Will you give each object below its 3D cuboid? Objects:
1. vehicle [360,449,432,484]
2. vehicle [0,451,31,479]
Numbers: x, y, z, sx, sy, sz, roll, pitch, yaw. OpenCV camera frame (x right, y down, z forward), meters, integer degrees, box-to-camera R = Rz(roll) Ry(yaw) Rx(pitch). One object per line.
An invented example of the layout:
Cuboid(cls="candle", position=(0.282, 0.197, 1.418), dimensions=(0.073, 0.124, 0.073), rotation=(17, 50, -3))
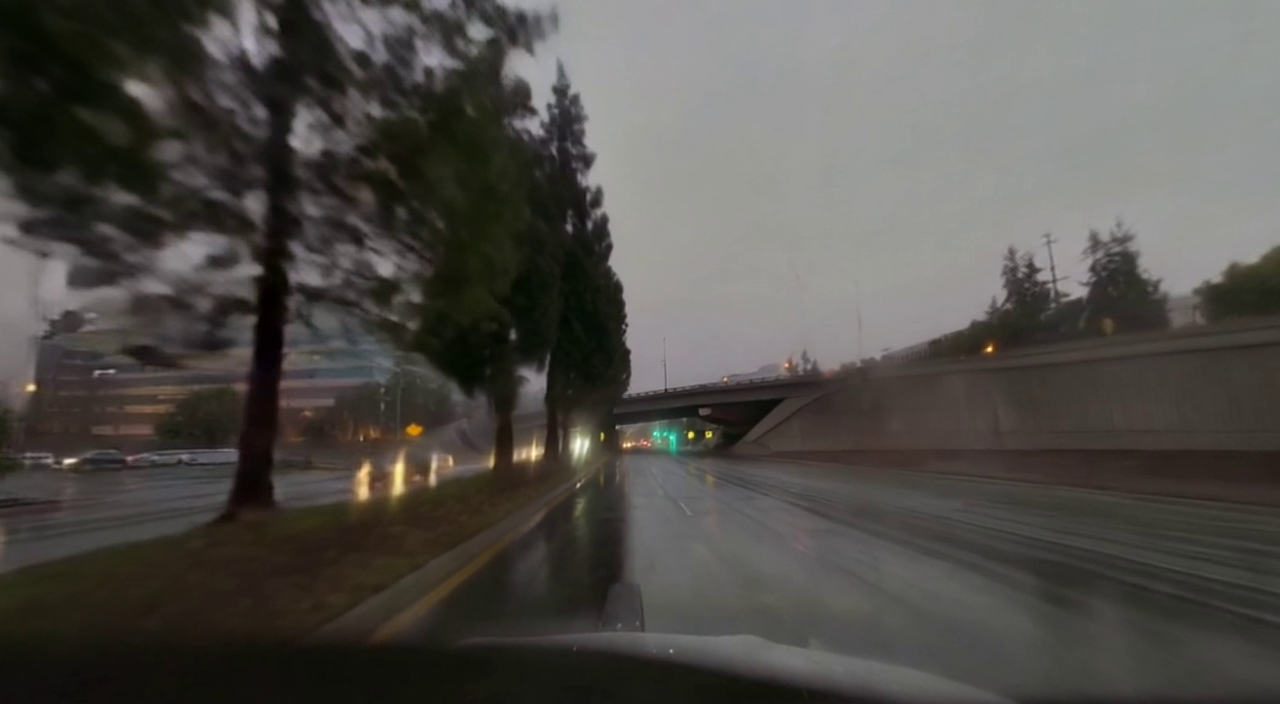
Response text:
Cuboid(cls="vehicle", position=(-12.229, 5.746, 32.000), dimensions=(1.932, 1.615, 4.235), rotation=(0, -9, 0))
Cuboid(cls="vehicle", position=(-49.939, 8.843, 49.541), dimensions=(4.715, 2.043, 2.247), rotation=(-7, -11, 38))
